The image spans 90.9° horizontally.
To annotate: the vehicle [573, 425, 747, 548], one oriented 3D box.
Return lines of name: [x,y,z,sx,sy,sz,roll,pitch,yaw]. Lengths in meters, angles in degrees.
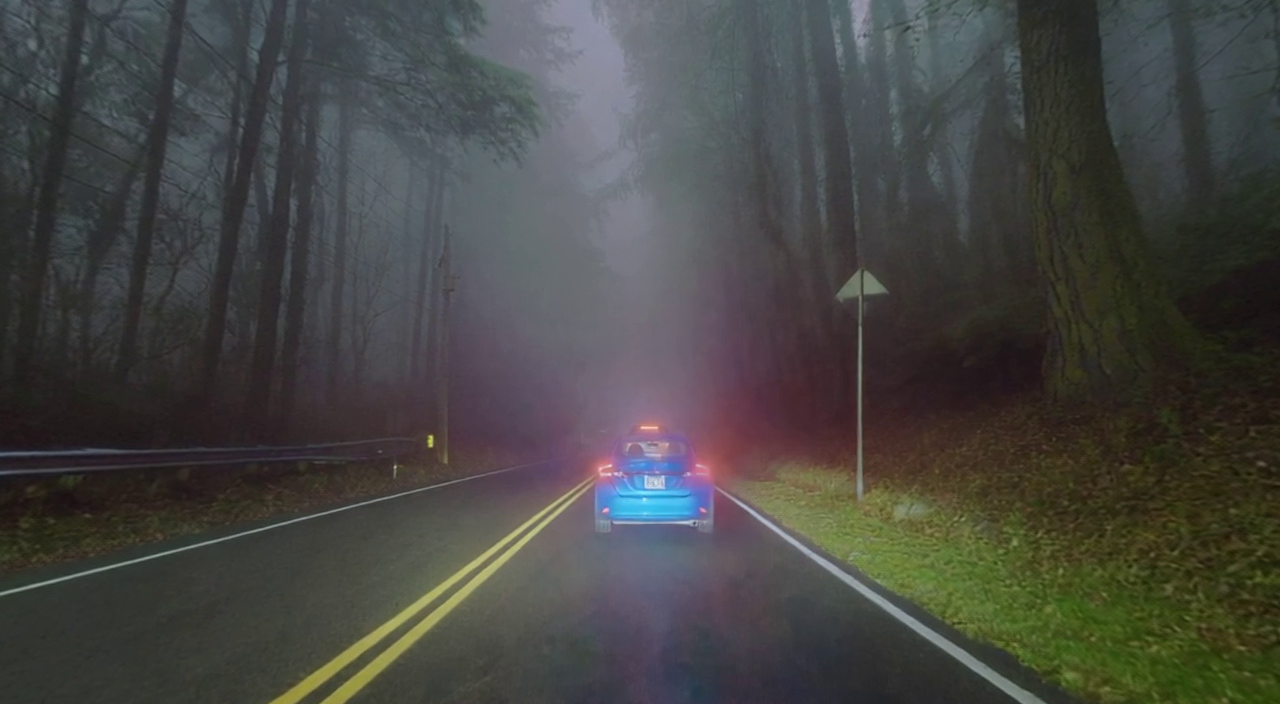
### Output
vehicle: [0.272,1.978,9.862,2.187,1.533,3.726,0,-8,1]
